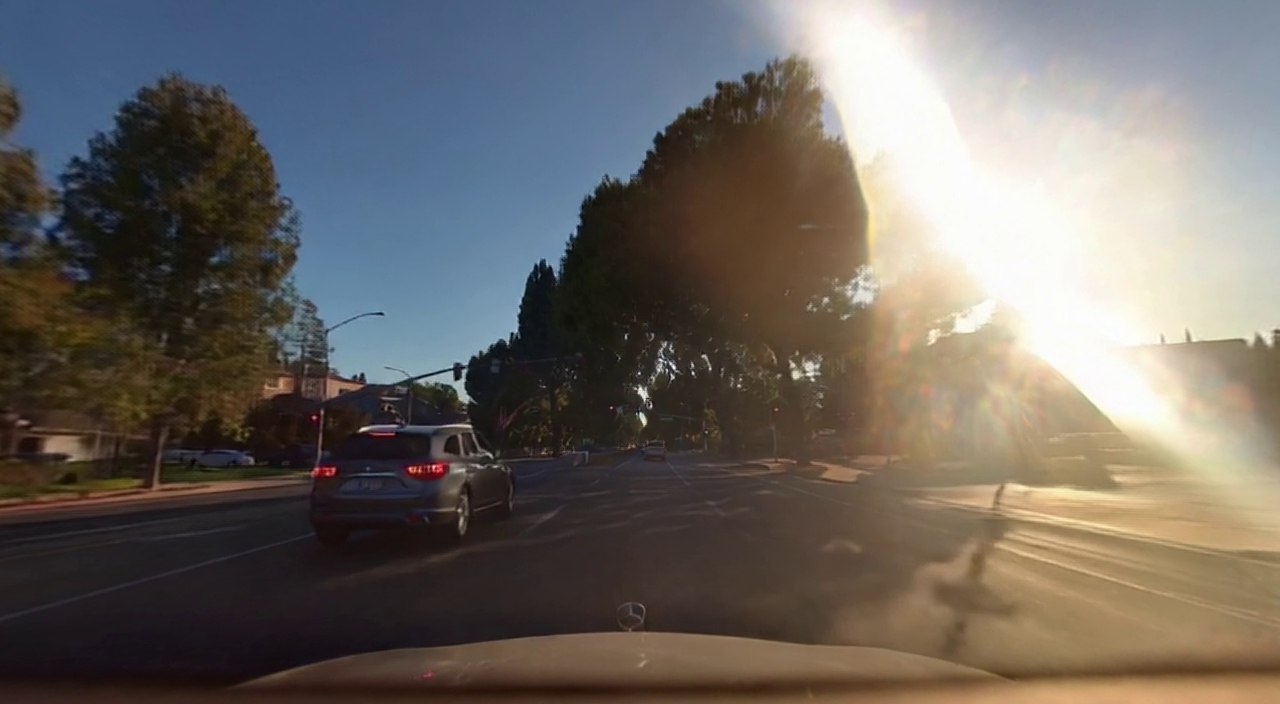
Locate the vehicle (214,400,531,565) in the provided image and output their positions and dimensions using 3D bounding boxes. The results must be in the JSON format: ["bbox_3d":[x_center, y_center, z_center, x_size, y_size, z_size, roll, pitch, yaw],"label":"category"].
[{"bbox_3d":[-3.471,1.864,9.808,2.459,1.825,5.380,-1,-8,2],"label":"vehicle"}]

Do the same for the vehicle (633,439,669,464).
[{"bbox_3d":[0.767,7.441,47.067,2.437,1.737,4.420,0,-8,-2],"label":"vehicle"}]
